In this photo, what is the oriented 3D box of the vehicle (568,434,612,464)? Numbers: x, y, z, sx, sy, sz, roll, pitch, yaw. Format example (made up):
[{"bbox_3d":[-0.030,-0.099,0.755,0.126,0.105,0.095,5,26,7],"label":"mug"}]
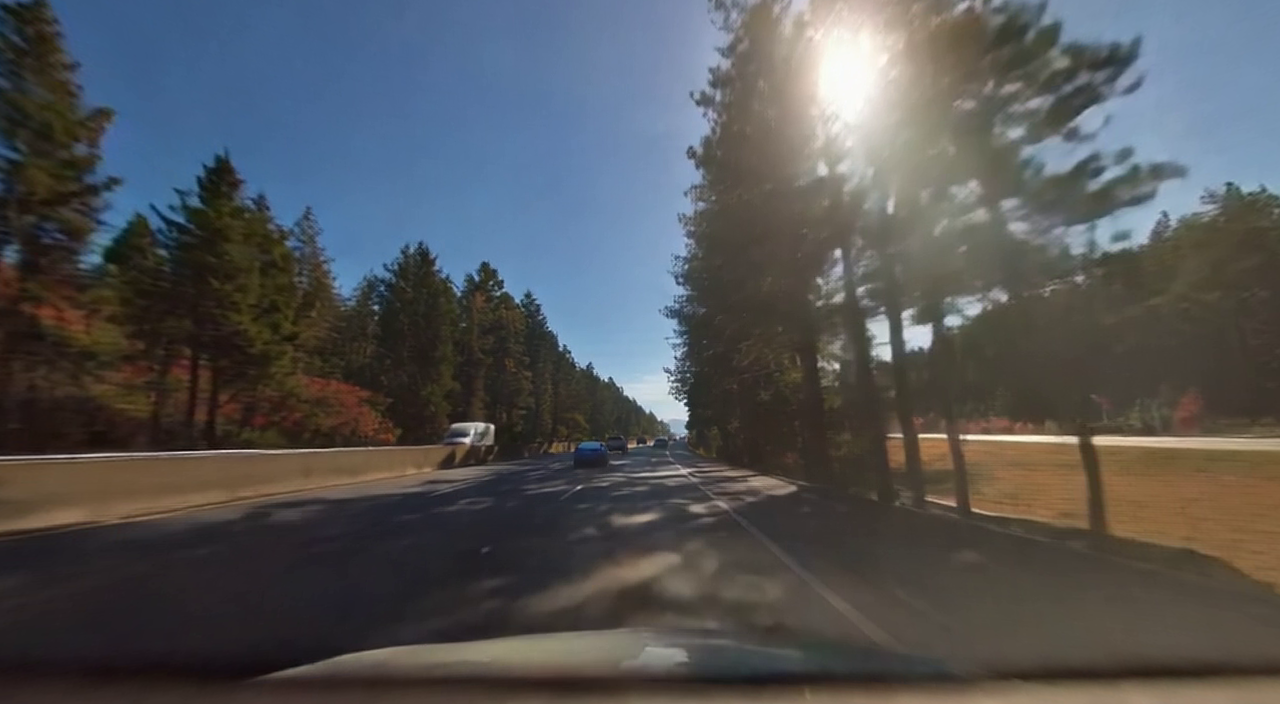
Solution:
[{"bbox_3d":[-2.857,5.682,36.798,2.053,1.589,4.671,-1,-9,2],"label":"vehicle"}]
